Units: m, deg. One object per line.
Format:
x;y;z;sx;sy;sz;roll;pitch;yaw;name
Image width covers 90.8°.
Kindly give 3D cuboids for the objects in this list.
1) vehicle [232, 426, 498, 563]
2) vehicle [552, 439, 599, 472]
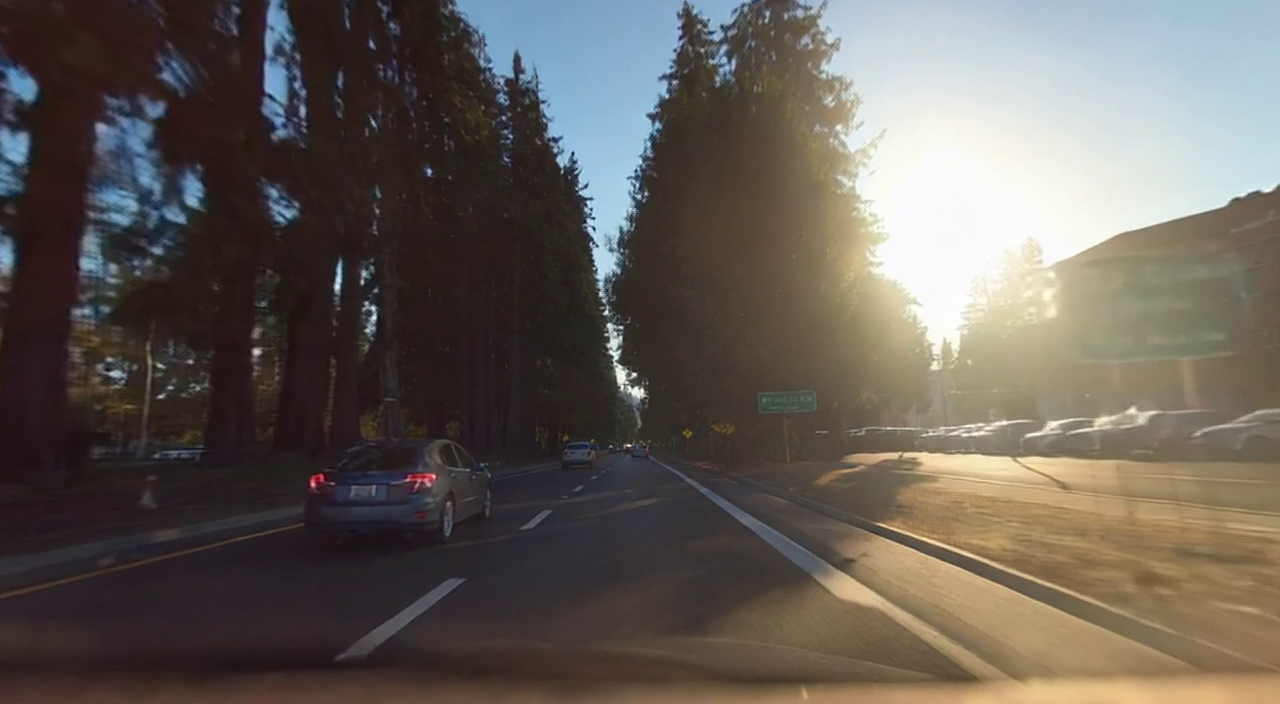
-3.497;1.890;9.128;1.862;1.478;4.369;0;-9;0;vehicle
-3.326;5.432;33.256;1.942;1.588;4.172;0;-9;1;vehicle
